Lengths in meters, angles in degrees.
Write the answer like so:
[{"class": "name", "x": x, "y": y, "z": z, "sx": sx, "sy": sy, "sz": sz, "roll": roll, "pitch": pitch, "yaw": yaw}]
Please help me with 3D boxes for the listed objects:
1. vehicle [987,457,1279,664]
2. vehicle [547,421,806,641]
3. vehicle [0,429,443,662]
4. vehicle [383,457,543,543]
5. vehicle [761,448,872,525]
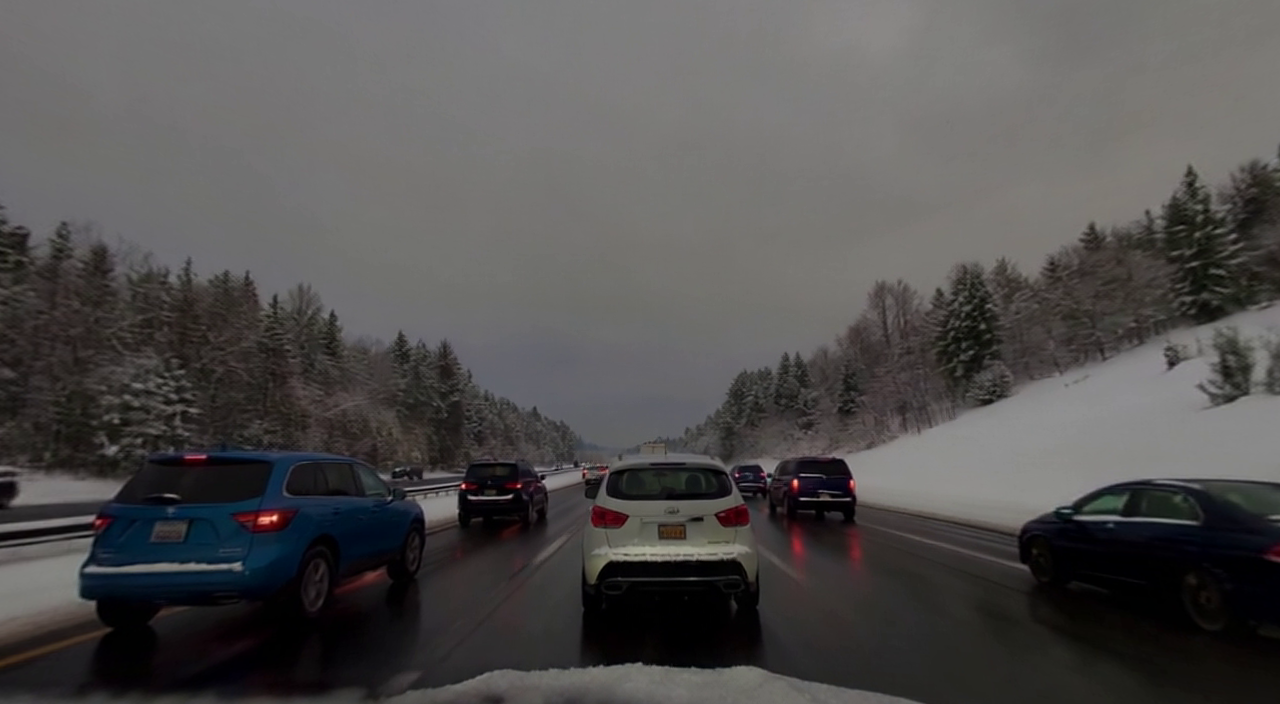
[{"class": "vehicle", "x": 5.500, "y": 1.772, "z": 5.993, "sx": 1.919, "sy": 1.437, "sz": 4.436, "roll": 1, "pitch": -11, "yaw": 1}, {"class": "vehicle", "x": 0.306, "y": 1.818, "z": 7.201, "sx": 2.057, "sy": 1.725, "sz": 4.126, "roll": 1, "pitch": -11, "yaw": 0}, {"class": "vehicle", "x": -3.798, "y": 1.723, "z": 6.540, "sx": 1.994, "sy": 1.556, "sz": 4.263, "roll": 0, "pitch": -11, "yaw": 1}, {"class": "vehicle", "x": -3.558, "y": 3.098, "z": 13.713, "sx": 1.960, "sy": 1.502, "sz": 4.593, "roll": 0, "pitch": -11, "yaw": 2}, {"class": "vehicle", "x": 4.877, "y": 3.802, "z": 18.111, "sx": 1.984, "sy": 1.876, "sz": 4.287, "roll": 0, "pitch": -11, "yaw": 1}]
